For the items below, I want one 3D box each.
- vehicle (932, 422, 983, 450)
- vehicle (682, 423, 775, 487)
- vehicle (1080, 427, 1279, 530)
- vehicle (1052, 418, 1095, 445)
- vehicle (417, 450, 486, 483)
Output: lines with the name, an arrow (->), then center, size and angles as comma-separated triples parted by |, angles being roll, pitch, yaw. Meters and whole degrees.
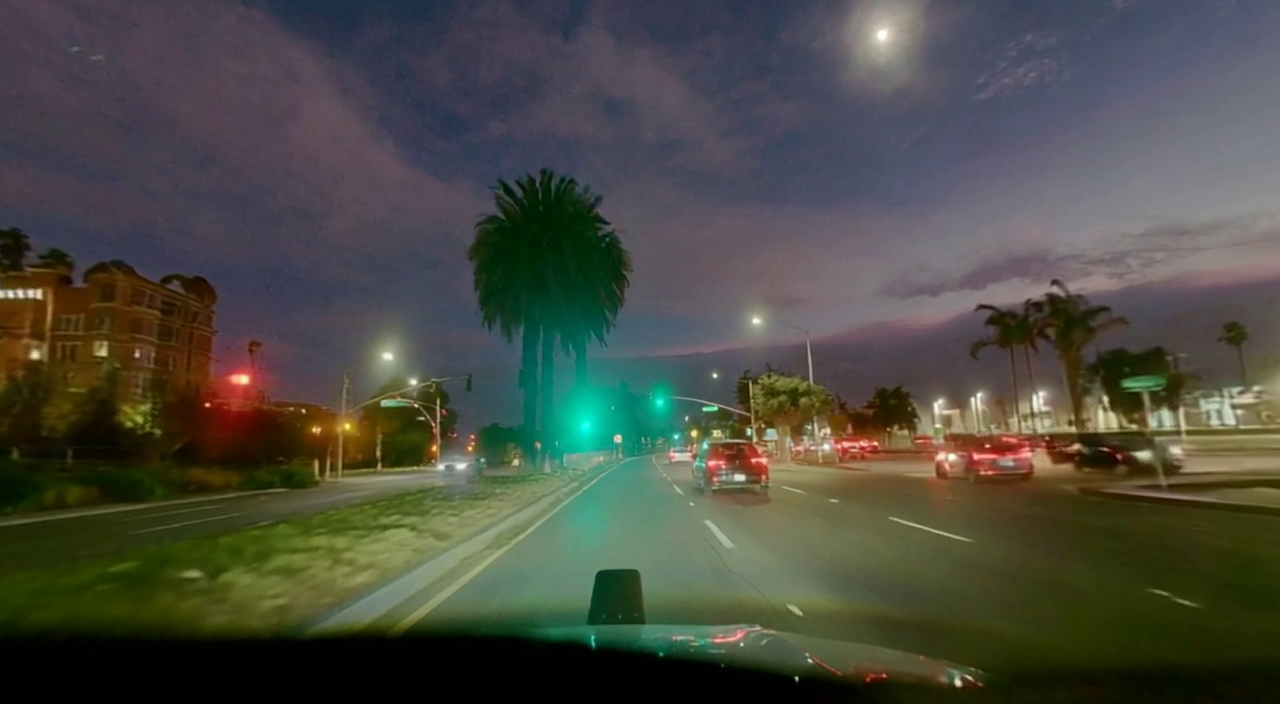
vehicle -> 19.406, 5.176, 38.514 | 2.100, 1.626, 4.450 | -6, -10, 33
vehicle -> 3.010, 3.721, 23.092 | 2.559, 2.017, 5.562 | 0, -9, 0
vehicle -> 10.196, 2.050, 10.584 | 1.989, 1.472, 5.054 | 0, -9, 0
vehicle -> 31.060, 5.771, 45.401 | 2.266, 1.854, 4.776 | -5, -10, 32
vehicle -> -9.110, 5.553, 30.934 | 1.975, 1.471, 4.604 | 0, -9, 0
